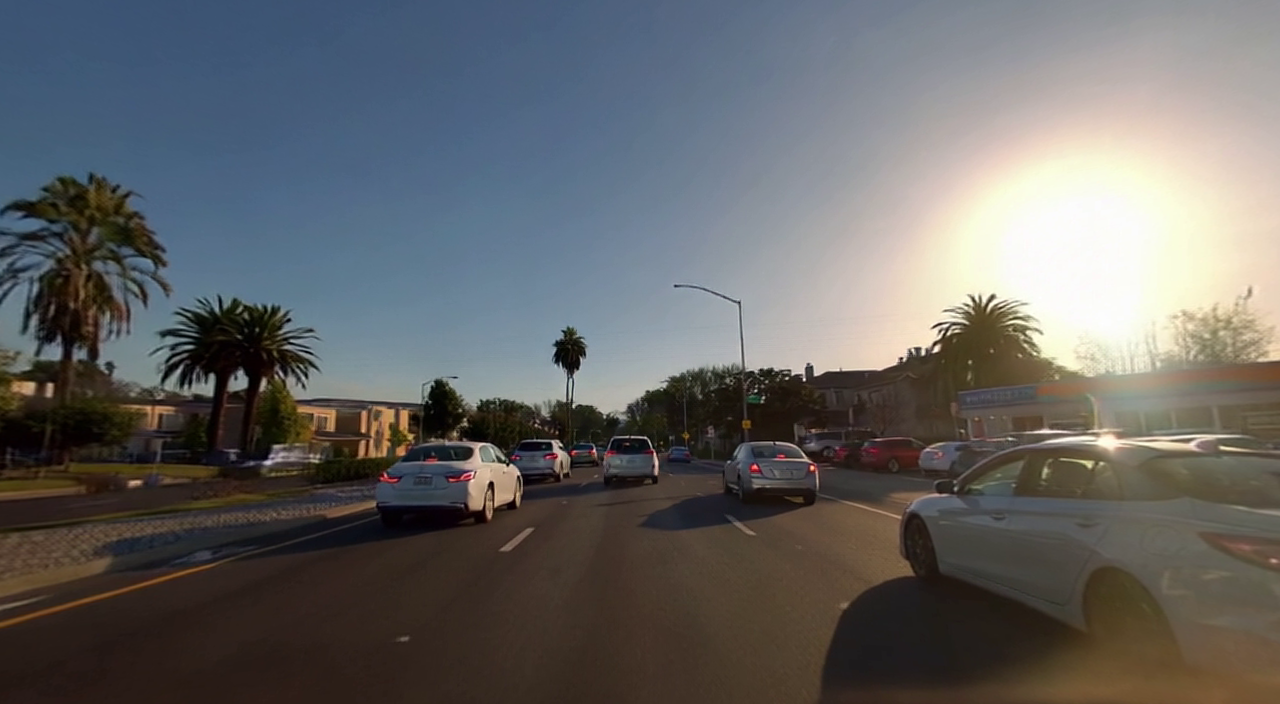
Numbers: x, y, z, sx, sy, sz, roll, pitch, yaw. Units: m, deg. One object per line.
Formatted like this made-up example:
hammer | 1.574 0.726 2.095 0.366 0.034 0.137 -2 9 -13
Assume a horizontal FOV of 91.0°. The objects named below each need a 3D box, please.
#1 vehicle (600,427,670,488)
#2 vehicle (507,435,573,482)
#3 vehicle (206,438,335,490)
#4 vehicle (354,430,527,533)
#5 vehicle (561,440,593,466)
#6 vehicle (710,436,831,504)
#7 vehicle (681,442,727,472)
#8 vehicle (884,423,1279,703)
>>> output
vehicle | -0.154 3.556 21.626 2.164 1.867 4.254 0 -8 0
vehicle | -3.896 4.195 25.197 1.932 1.695 4.235 0 -8 0
vehicle | -13.905 4.211 24.087 2.113 1.772 4.591 0 -8 0
vehicle | -3.353 2.234 11.517 1.864 1.505 4.202 0 -8 -1
vehicle | -4.213 6.832 42.688 1.871 1.673 3.920 0 -8 -1
vehicle | 3.117 2.912 16.115 1.977 1.480 4.589 0 -8 -2
vehicle | 3.319 5.545 33.367 1.880 1.476 3.932 0 -8 -2
vehicle | 3.621 1.306 4.578 1.867 1.448 4.436 0 -8 -1
